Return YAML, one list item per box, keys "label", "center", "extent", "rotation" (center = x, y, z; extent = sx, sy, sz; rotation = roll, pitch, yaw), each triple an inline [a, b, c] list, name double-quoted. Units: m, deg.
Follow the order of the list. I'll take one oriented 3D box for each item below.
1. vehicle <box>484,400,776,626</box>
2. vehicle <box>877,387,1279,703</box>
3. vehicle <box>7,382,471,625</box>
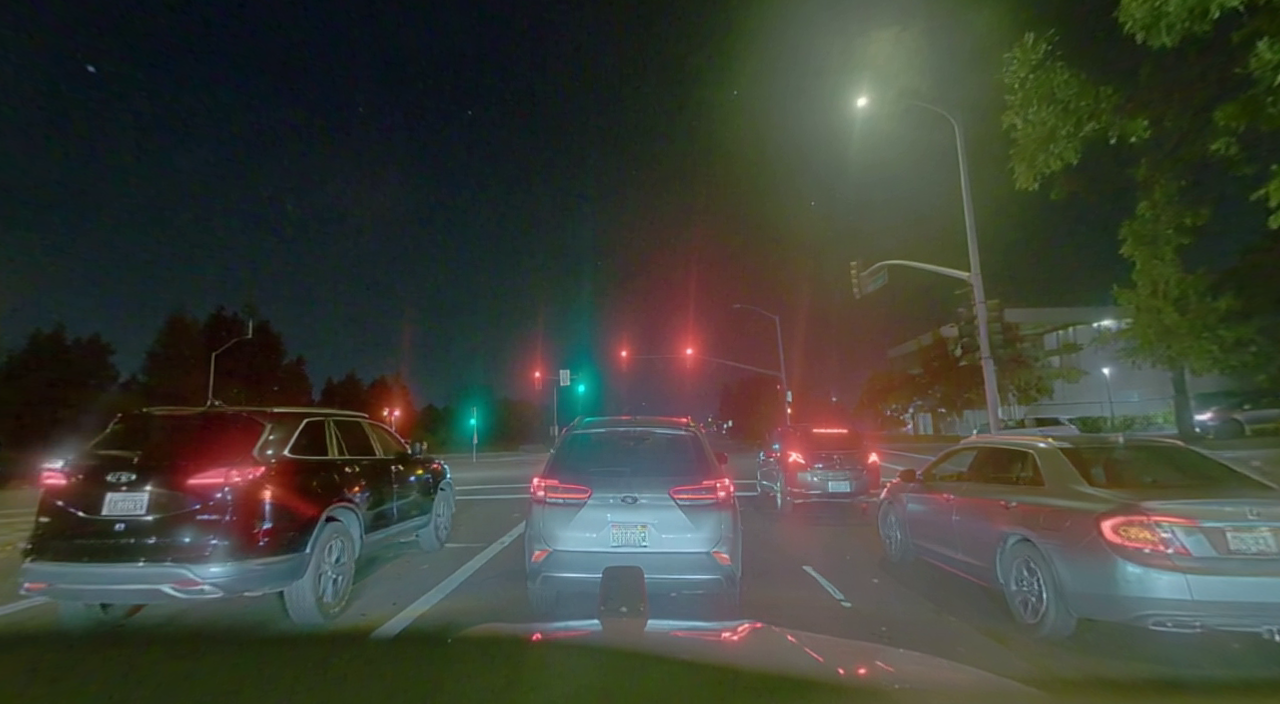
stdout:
- label: "vehicle"
  center: [-0.051, 1.398, 6.306]
  extent: [2.047, 1.579, 3.642]
  rotation: [0, -8, 1]
- label: "vehicle"
  center: [3.591, 1.201, 4.604]
  extent: [2.010, 1.486, 4.498]
  rotation: [0, -8, 1]
- label: "vehicle"
  center: [-3.554, 1.423, 6.855]
  extent: [2.014, 1.755, 4.360]
  rotation: [0, -8, 3]
